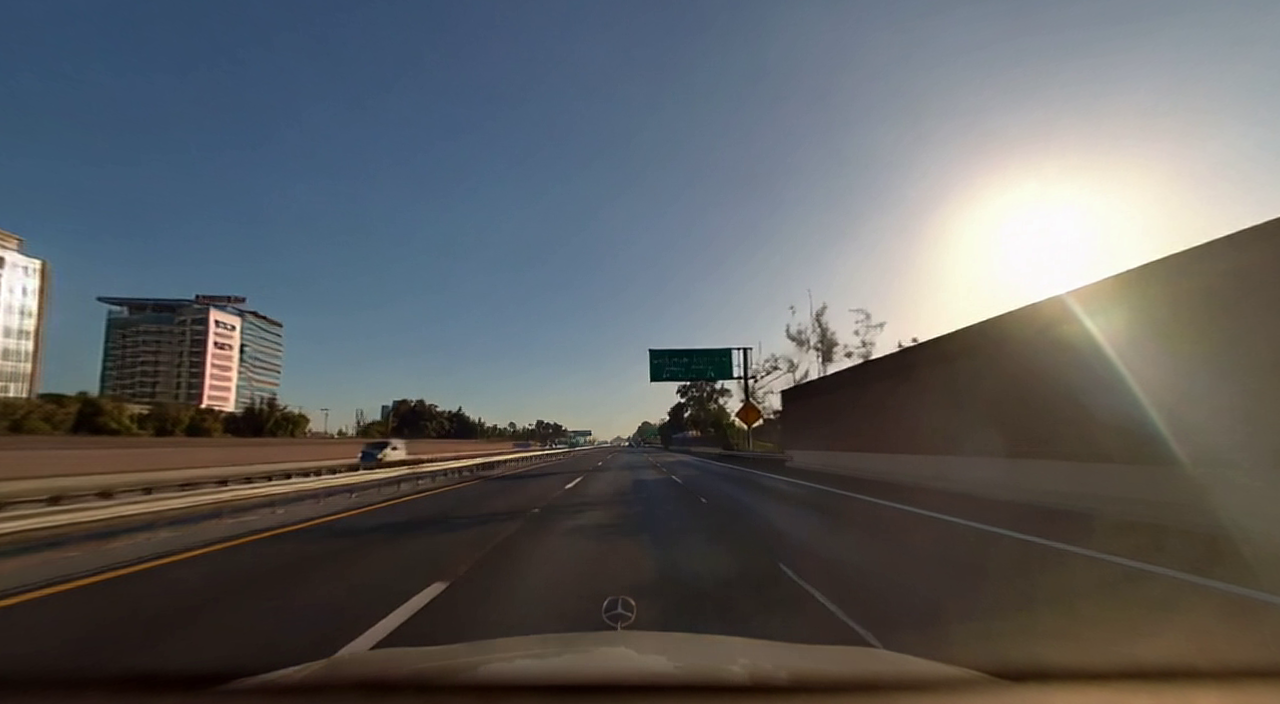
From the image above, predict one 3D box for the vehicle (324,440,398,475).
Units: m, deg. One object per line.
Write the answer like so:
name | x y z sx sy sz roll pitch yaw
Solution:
vehicle | -16.254 6.134 36.956 2.071 1.855 4.813 0 -8 1
